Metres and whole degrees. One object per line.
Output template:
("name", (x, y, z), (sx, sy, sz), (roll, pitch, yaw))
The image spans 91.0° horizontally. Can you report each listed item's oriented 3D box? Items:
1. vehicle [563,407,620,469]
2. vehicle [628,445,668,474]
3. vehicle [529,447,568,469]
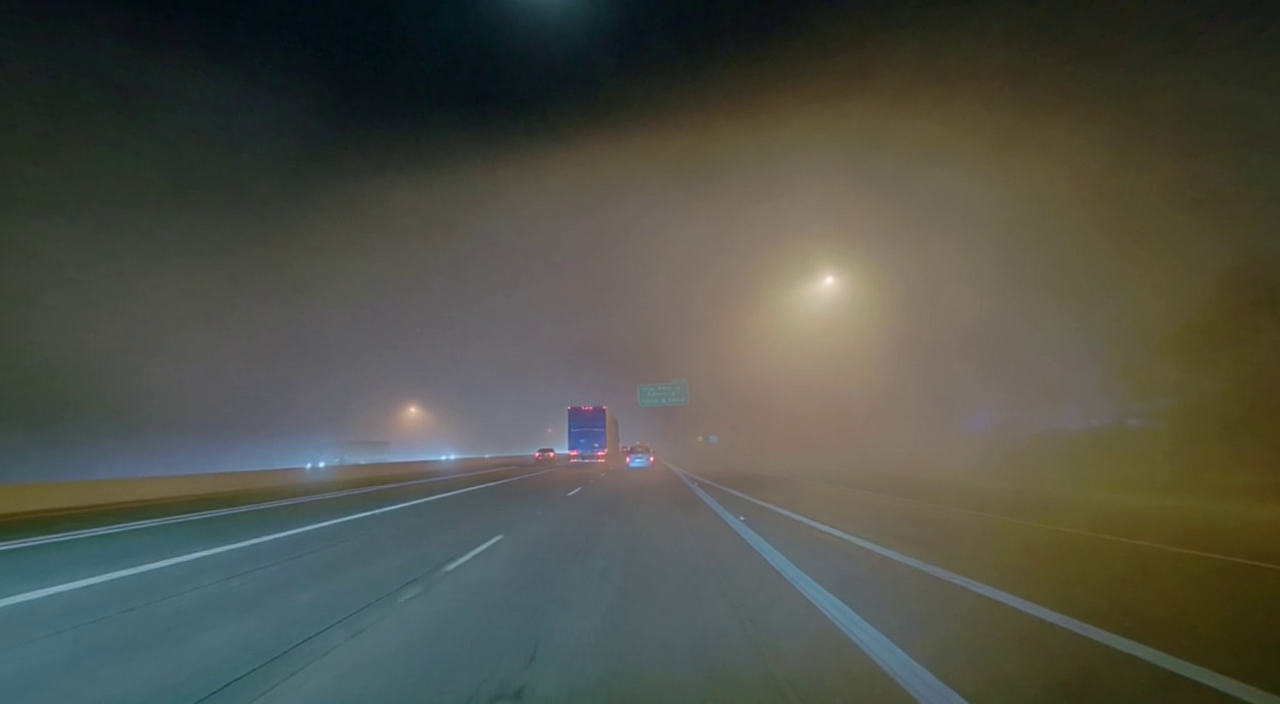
("vehicle", (-3.300, 6.377, 46.253), (3.053, 3.948, 11.288), (0, -9, 1))
("vehicle", (0.394, 5.865, 34.688), (2.066, 1.469, 4.050), (0, -9, 0))
("vehicle", (-6.717, 7.833, 46.732), (1.996, 1.495, 4.671), (-1, -9, 3))
